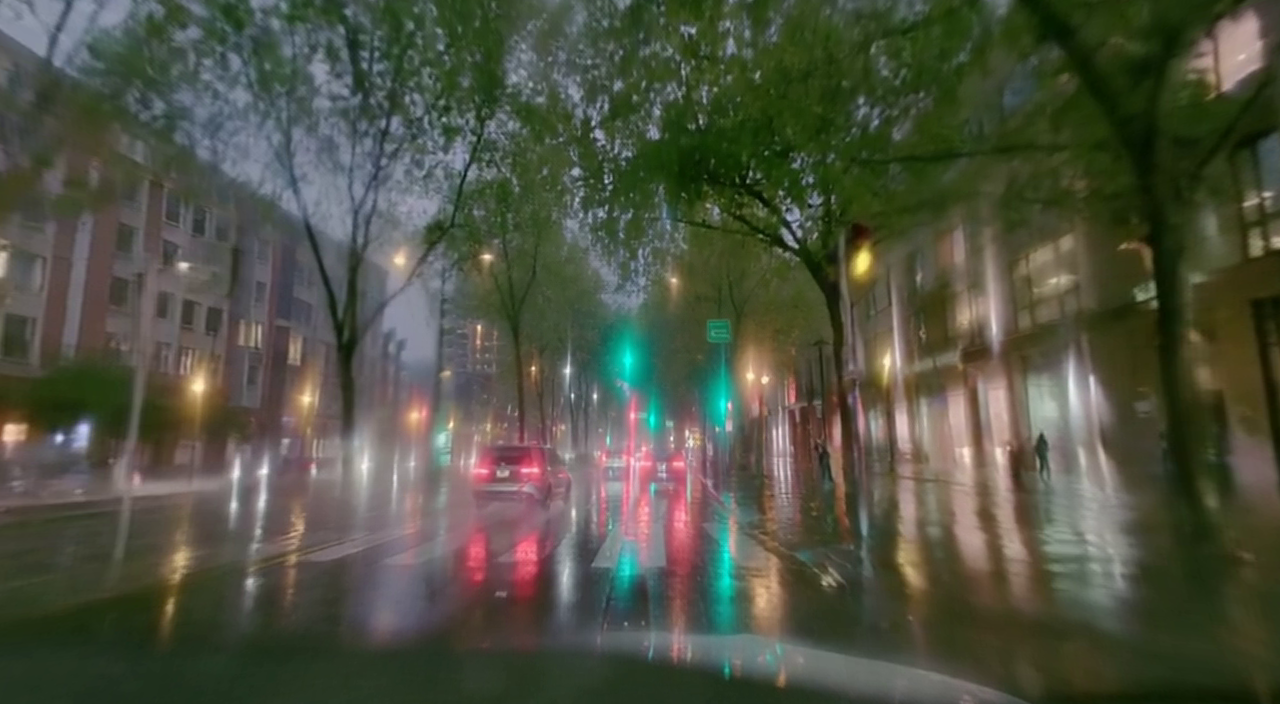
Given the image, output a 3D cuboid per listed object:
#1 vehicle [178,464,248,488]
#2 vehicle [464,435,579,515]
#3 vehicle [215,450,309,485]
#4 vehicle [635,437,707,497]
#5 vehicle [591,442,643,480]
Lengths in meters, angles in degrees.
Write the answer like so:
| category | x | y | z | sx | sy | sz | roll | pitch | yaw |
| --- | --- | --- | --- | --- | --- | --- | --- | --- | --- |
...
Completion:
| category | x | y | z | sx | sy | sz | roll | pitch | yaw |
| --- | --- | --- | --- | --- | --- | --- | --- | --- | --- |
| vehicle | -30.265 | 8.765 | 44.829 | 1.819 | 1.446 | 4.532 | 0 | -8 | -1 |
| vehicle | -2.779 | 2.973 | 15.754 | 1.940 | 1.722 | 3.823 | -1 | -8 | 3 |
| vehicle | -24.473 | 7.462 | 41.217 | 2.144 | 1.993 | 6.287 | 0 | -8 | 1 |
| vehicle | 0.996 | 3.738 | 20.856 | 2.120 | 1.758 | 3.917 | -1 | -8 | 2 |
| vehicle | -1.140 | 5.738 | 33.571 | 2.220 | 1.847 | 4.587 | -1 | -8 | 5 |
